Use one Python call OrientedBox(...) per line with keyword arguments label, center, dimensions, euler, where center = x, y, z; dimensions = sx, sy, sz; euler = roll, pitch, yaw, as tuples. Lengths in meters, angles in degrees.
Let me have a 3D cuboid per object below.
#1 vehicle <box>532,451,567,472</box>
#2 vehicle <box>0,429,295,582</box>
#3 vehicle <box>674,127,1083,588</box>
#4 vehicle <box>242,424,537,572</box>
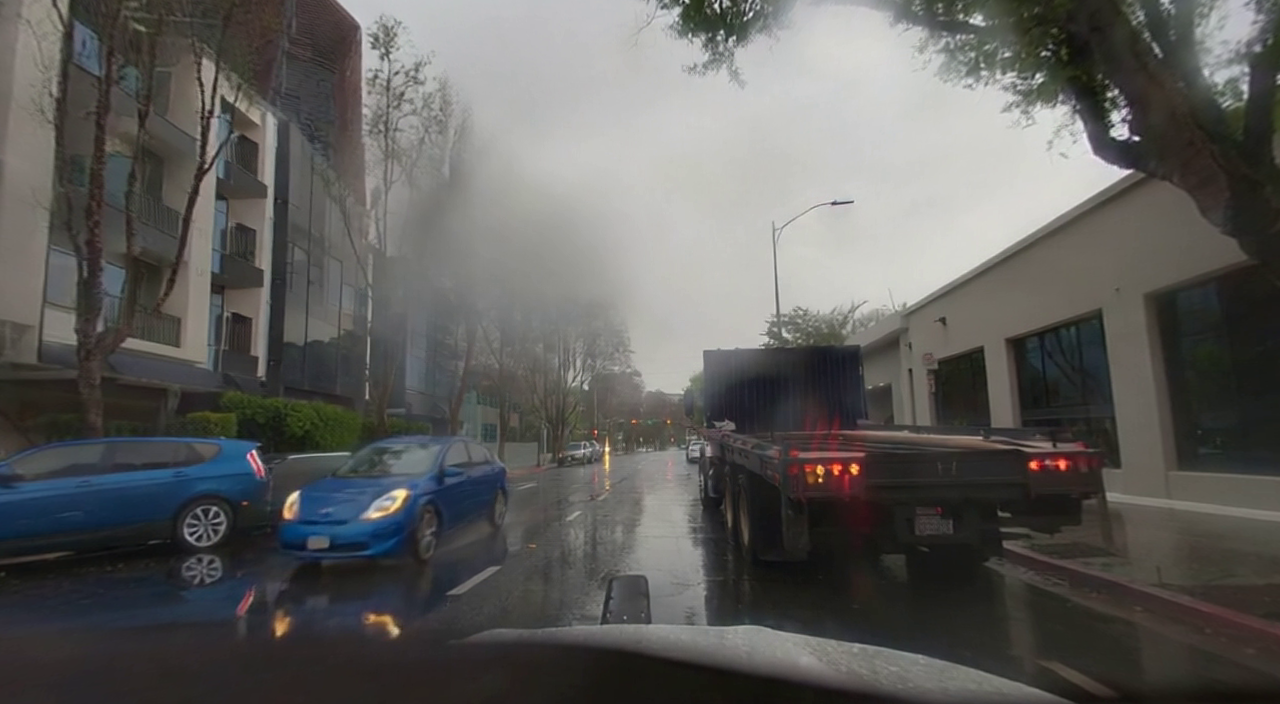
OrientedBox(label="vehicle", center=(-7.053, 8.523, 49.333), dimensions=(1.798, 1.459, 4.306), euler=(-1, -8, 4))
OrientedBox(label="vehicle", center=(-8.158, 2.099, 9.166), dimensions=(5.022, 1.872, 2.137), euler=(7, -11, -41))
OrientedBox(label="vehicle", center=(2.527, 0.792, 11.303), dimensions=(3.320, 4.034, 11.553), euler=(-1, -8, 5))
OrientedBox(label="vehicle", center=(-3.190, 1.958, 9.360), dimensions=(2.311, 1.631, 4.510), euler=(0, -8, 3))
